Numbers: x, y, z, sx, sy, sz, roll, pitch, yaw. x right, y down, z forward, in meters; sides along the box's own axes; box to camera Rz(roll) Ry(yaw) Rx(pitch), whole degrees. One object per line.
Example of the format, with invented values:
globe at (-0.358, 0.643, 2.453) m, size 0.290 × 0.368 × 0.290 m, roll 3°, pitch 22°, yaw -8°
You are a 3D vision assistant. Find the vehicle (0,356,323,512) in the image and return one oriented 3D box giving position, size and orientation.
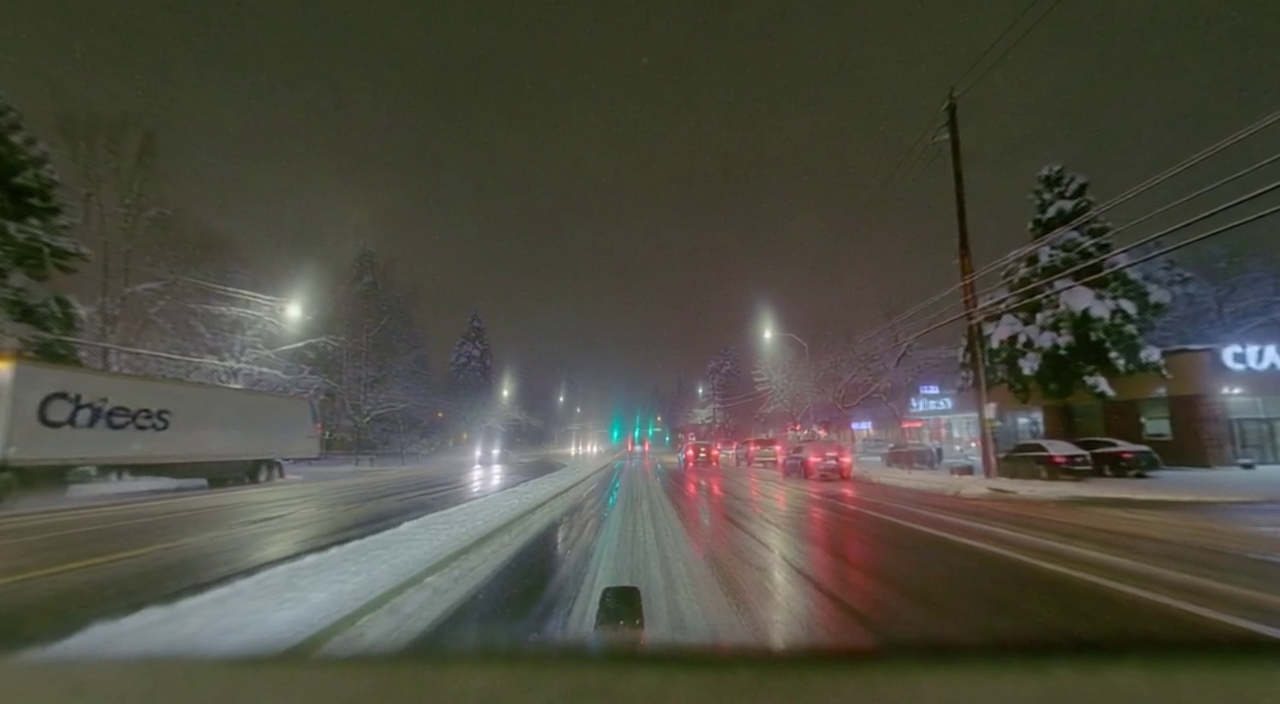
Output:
vehicle at (-18.973, 3.480, 26.052) m, size 3.058 × 4.328 × 16.976 m, roll -1°, pitch -8°, yaw 0°

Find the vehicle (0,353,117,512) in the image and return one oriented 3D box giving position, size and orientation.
vehicle at (-18.965, 2.070, 16.312) m, size 3.008 × 4.297 × 9.041 m, roll 0°, pitch -8°, yaw 0°

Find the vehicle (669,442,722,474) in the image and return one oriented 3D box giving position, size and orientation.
vehicle at (2.679, 5.264, 31.531) m, size 2.099 × 1.463 × 4.365 m, roll 0°, pitch -8°, yaw -1°

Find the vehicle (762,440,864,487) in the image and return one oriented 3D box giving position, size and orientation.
vehicle at (6.024, 3.941, 22.719) m, size 2.150 × 1.485 × 4.919 m, roll 0°, pitch -8°, yaw -1°

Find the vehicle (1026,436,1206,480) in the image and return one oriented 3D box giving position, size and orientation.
vehicle at (16.704, 3.730, 22.359) m, size 4.679 × 1.448 × 2.178 m, roll 0°, pitch -8°, yaw -3°

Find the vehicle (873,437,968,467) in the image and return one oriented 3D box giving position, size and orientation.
vehicle at (16.008, 5.721, 36.169) m, size 4.457 × 1.521 × 1.872 m, roll -2°, pitch -9°, yaw -3°

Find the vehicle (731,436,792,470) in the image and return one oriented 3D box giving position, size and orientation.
vehicle at (6.846, 5.764, 36.260) m, size 2.268 × 1.822 × 5.038 m, roll 0°, pitch -8°, yaw -3°
